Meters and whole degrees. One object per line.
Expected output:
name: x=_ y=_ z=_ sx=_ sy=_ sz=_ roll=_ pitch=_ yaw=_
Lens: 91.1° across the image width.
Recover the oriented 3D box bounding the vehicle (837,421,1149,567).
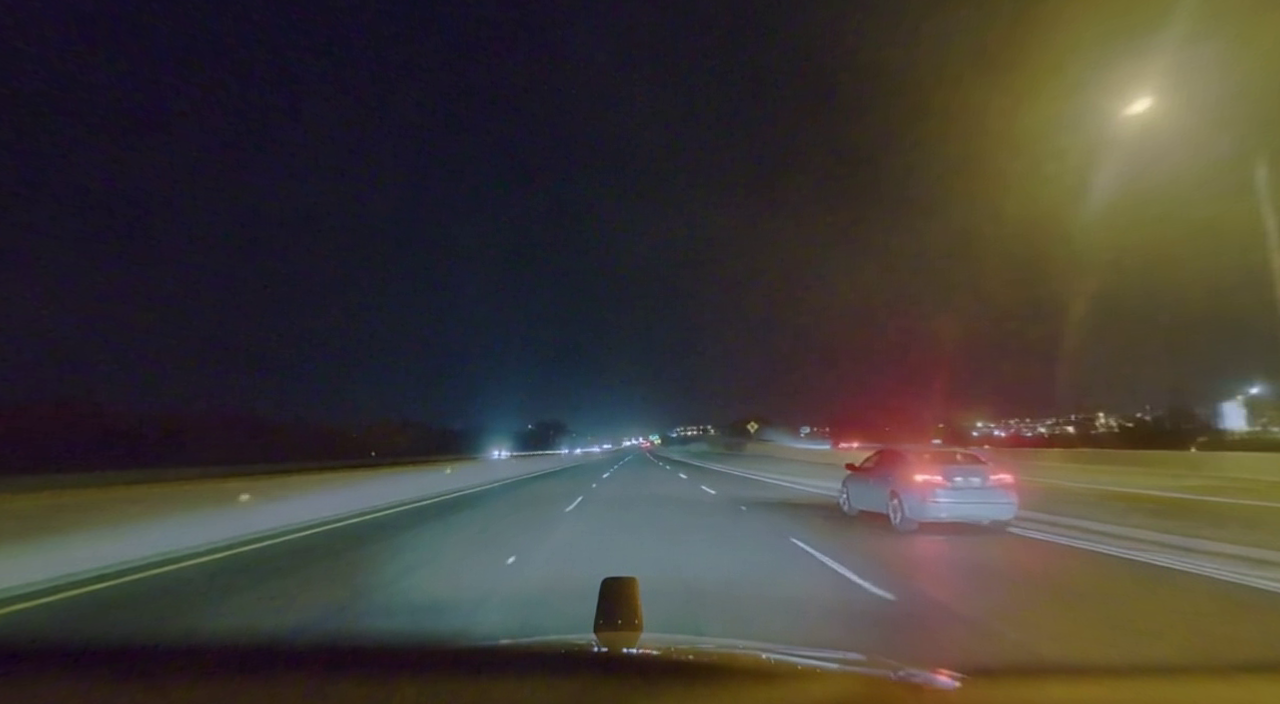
vehicle: x=4.467 y=1.853 z=8.852 sx=1.984 sy=1.540 sz=3.973 roll=0 pitch=-9 yaw=-1
